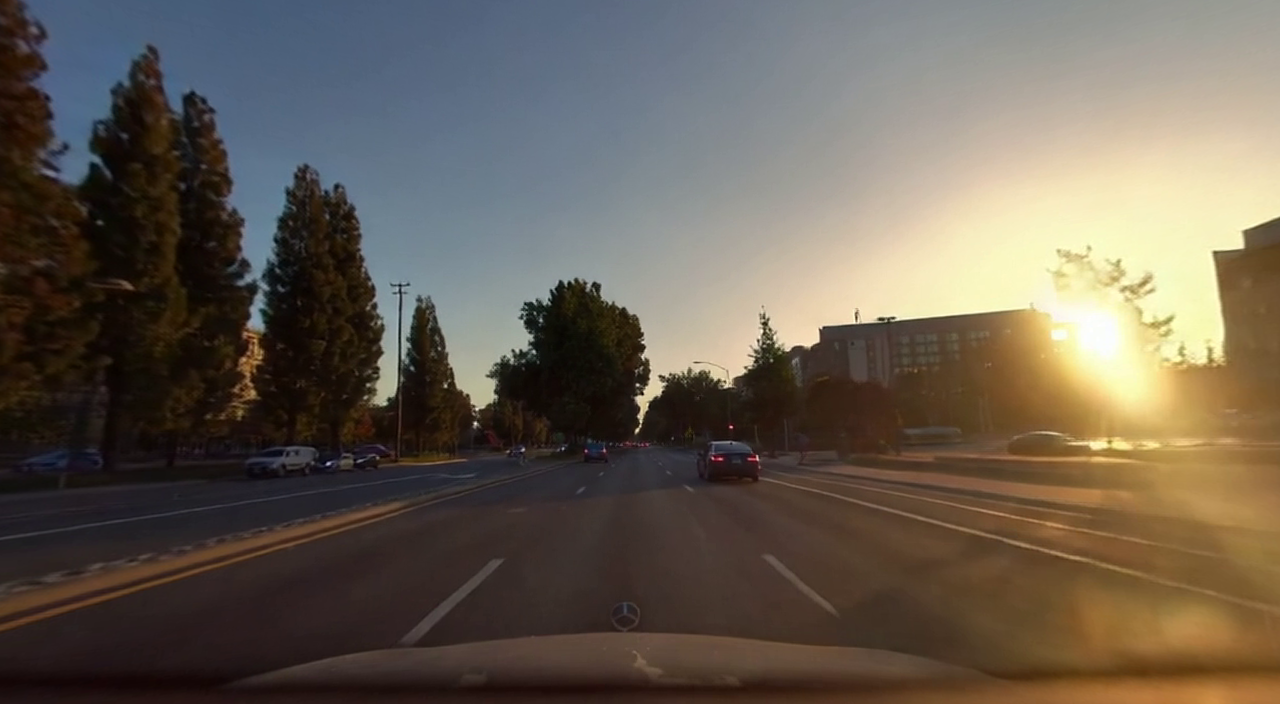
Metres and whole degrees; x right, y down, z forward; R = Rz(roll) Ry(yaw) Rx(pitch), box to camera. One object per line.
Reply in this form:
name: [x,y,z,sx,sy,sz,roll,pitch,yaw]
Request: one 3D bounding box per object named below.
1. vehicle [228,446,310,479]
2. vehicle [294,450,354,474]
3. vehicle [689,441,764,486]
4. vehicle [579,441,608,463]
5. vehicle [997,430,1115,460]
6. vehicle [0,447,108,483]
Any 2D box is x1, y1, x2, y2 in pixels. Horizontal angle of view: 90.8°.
vehicle: [-22.422,6.648,38.473,2.139,1.833,4.686,0,-8,0]
vehicle: [-22.438,7.820,45.099,1.865,1.507,4.631,0,-8,0]
vehicle: [2.997,3.941,22.743,1.966,1.449,4.290,0,-8,-2]
vehicle: [-3.552,7.671,48.592,1.935,1.617,4.045,0,-8,0]
vehicle: [21.805,4.890,33.239,4.748,1.451,2.089,0,-8,-1]
vehicle: [-29.872,5.713,32.136,3.855,1.693,1.875,-1,-8,1]
